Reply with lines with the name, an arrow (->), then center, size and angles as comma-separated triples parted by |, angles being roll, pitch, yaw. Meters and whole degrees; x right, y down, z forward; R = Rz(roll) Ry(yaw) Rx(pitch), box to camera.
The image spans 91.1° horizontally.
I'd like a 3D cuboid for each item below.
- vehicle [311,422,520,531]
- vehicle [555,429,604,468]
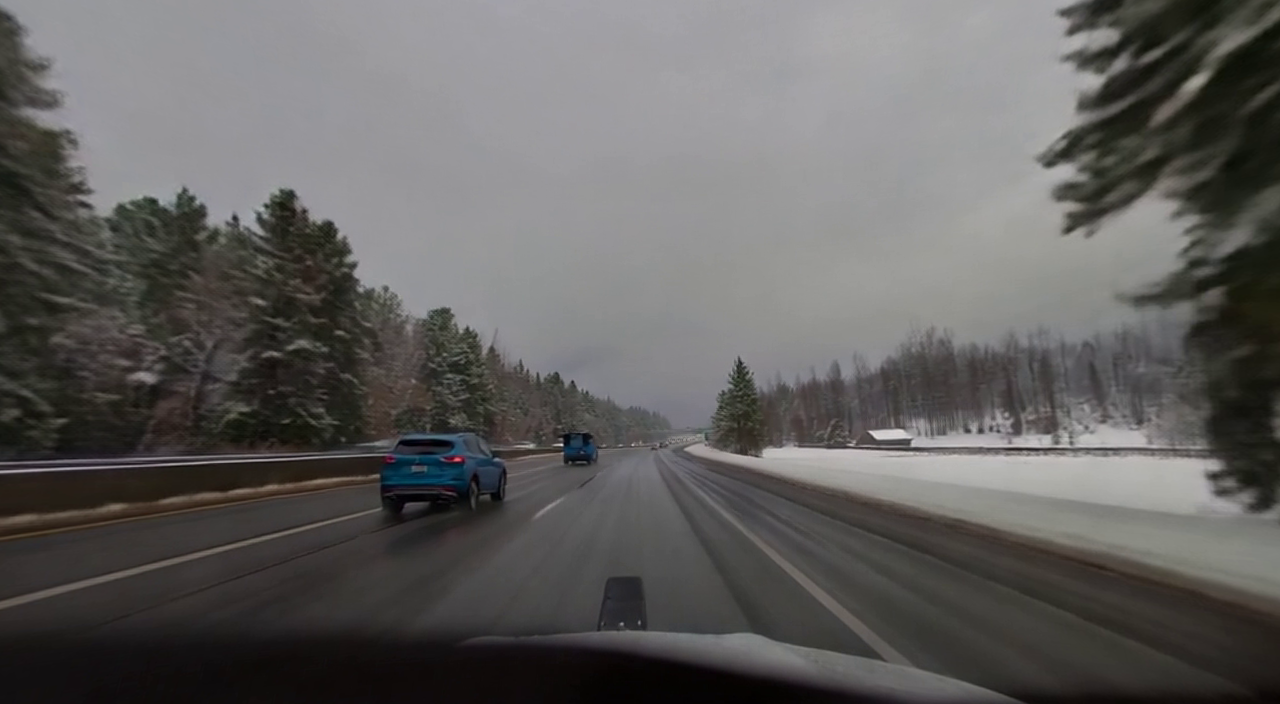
vehicle -> -3.770, 2.180, 11.656 | 2.053, 1.589, 4.671 | 0, -8, 1
vehicle -> -3.431, 5.620, 36.601 | 2.241, 2.095, 4.985 | 0, -8, 1
